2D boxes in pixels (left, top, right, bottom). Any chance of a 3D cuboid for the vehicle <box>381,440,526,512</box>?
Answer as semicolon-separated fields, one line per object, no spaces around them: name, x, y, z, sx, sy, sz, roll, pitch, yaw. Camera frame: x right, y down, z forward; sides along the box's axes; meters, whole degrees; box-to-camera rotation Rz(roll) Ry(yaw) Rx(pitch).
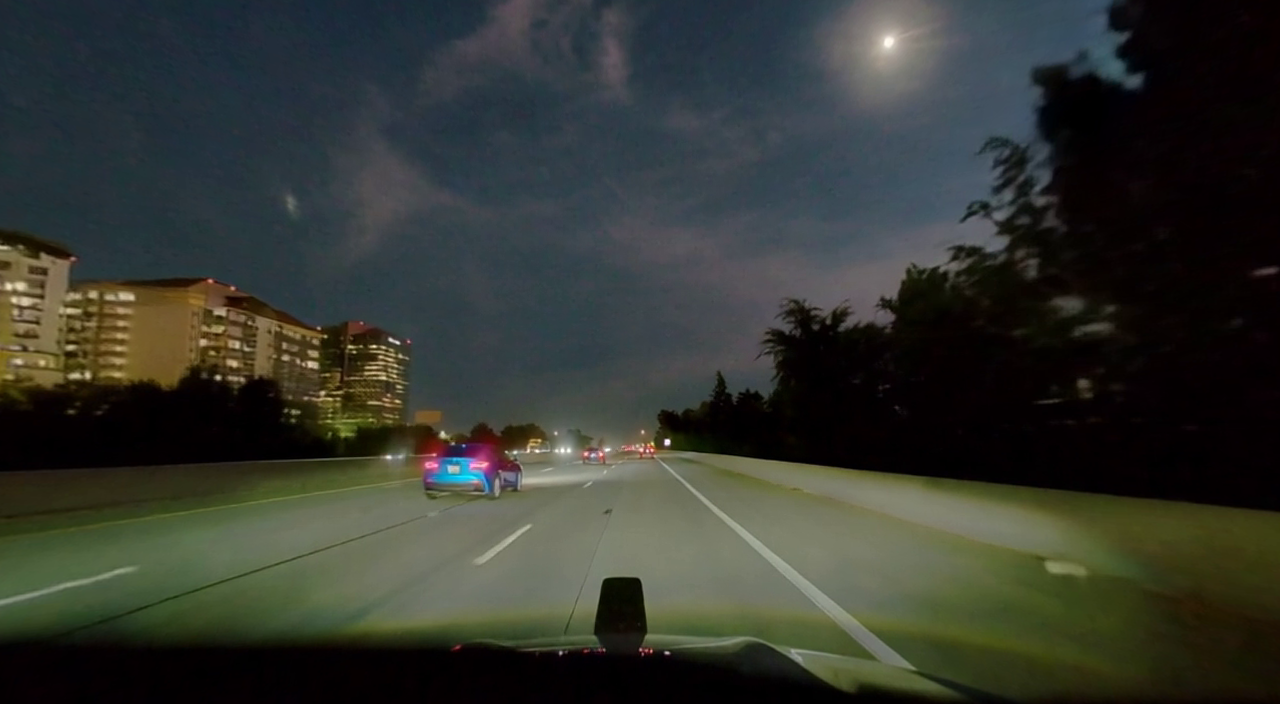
vehicle;-4.254;2.888;15.249;2.083;1.471;4.350;0;-8;1

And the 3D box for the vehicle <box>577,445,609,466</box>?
vehicle;-3.324;7.410;45.343;1.926;1.464;4.186;0;-8;1
